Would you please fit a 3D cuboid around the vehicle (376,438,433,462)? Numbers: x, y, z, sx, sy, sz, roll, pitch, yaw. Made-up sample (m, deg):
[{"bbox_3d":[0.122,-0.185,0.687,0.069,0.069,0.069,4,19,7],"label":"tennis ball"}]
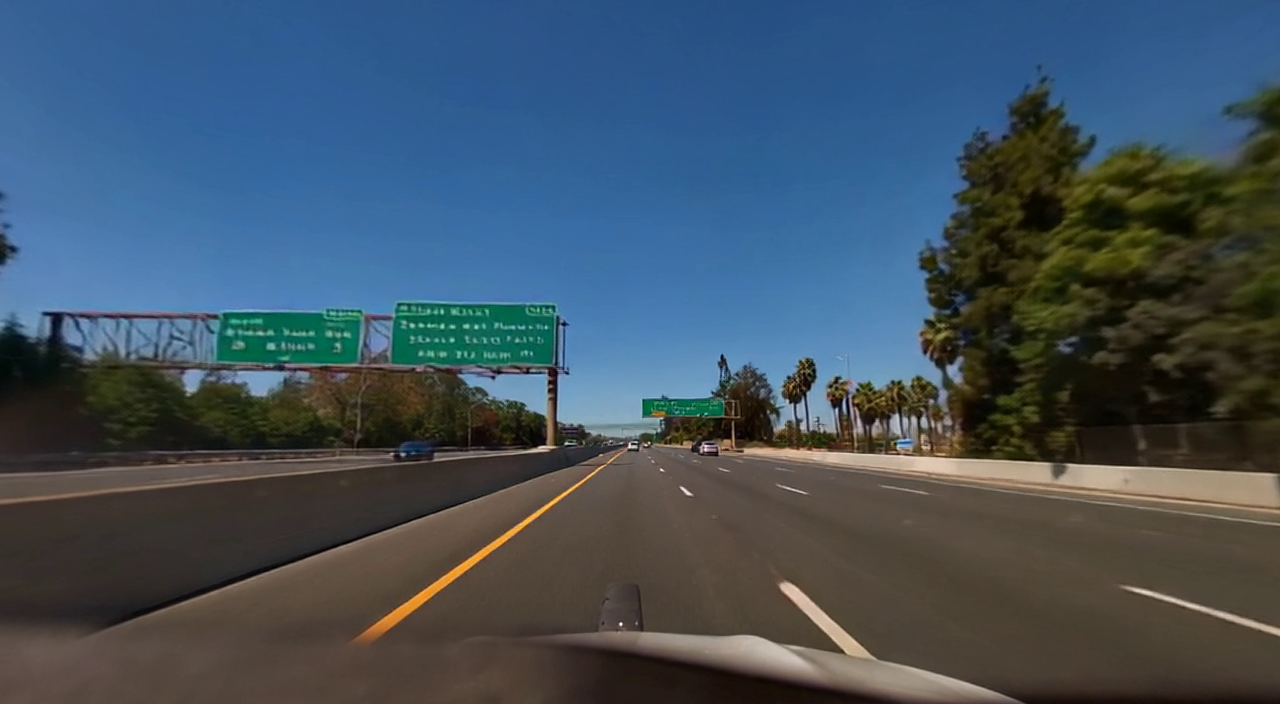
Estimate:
[{"bbox_3d":[-15.731,6.581,42.471,1.968,1.501,4.695,0,-9,1],"label":"vehicle"}]
